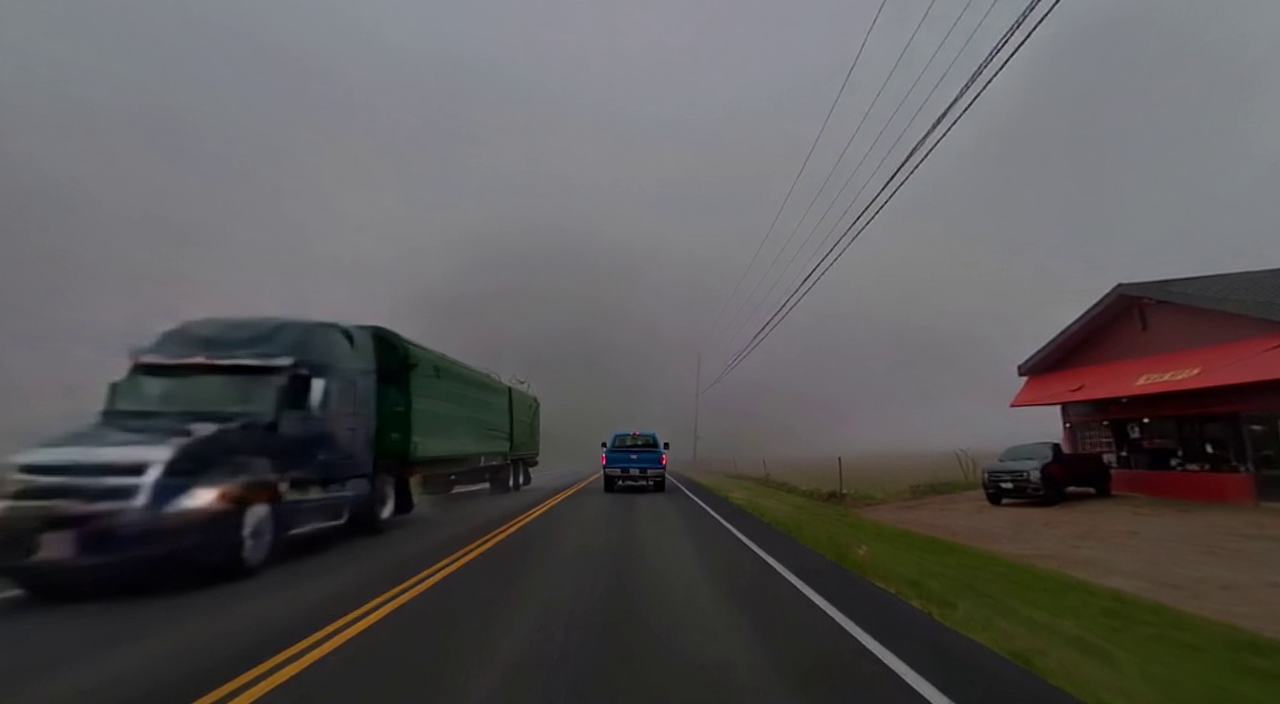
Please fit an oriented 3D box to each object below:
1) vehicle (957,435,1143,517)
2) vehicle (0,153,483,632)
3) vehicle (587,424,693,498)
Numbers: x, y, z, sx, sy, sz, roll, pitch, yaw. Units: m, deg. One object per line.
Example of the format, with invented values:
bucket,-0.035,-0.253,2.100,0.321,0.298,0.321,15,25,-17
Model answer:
vehicle,10.645,3.074,16.248,5.304,1.754,2.340,7,-11,-39
vehicle,-4.803,0.821,9.147,3.063,3.986,7.883,0,-9,-1
vehicle,-0.032,3.584,21.257,2.921,2.031,7.416,0,-9,-1
